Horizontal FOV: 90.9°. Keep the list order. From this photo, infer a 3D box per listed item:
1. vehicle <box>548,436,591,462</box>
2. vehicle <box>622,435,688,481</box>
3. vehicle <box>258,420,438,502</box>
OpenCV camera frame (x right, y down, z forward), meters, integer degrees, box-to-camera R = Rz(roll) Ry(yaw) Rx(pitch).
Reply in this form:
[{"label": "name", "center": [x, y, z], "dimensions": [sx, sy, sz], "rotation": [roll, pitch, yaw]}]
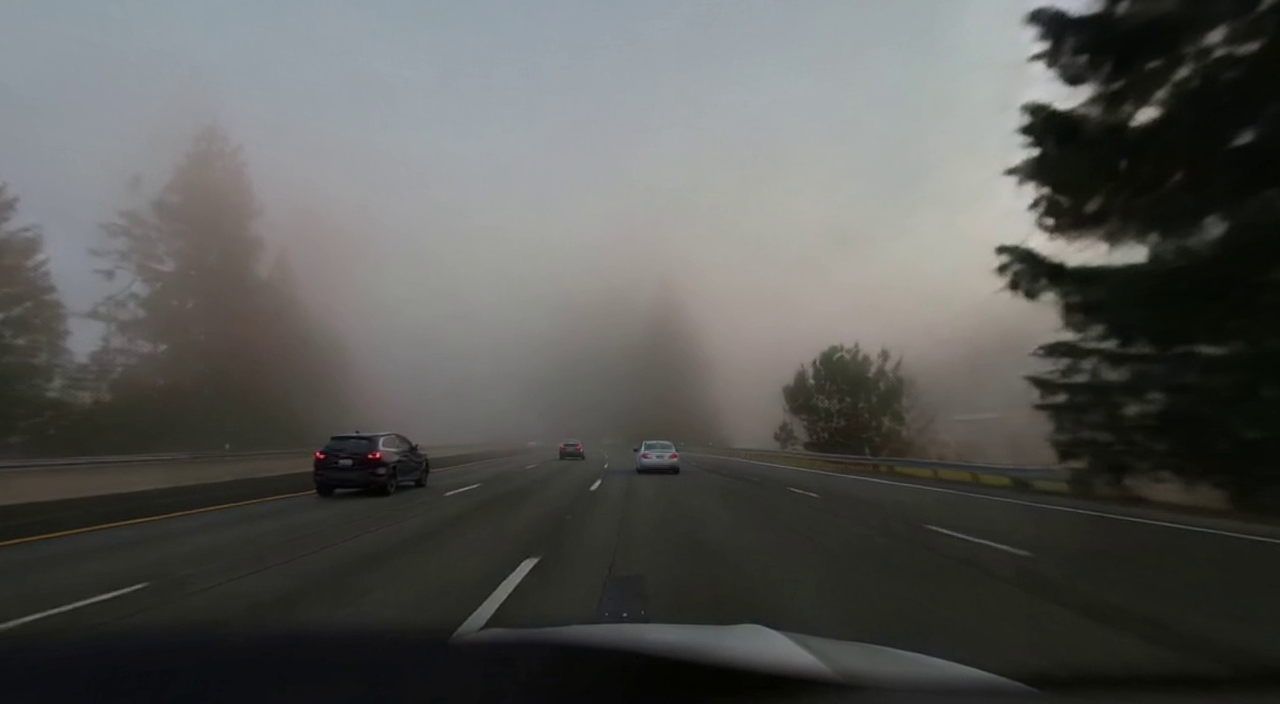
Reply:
[{"label": "vehicle", "center": [-4.297, 6.017, 39.252], "dimensions": [2.246, 1.519, 4.980], "rotation": [0, -8, -2]}, {"label": "vehicle", "center": [0.428, 3.632, 21.871], "dimensions": [2.051, 1.444, 3.927], "rotation": [0, -8, -1]}, {"label": "vehicle", "center": [-6.838, 2.613, 15.502], "dimensions": [2.221, 1.693, 4.631], "rotation": [0, -8, 0]}]
